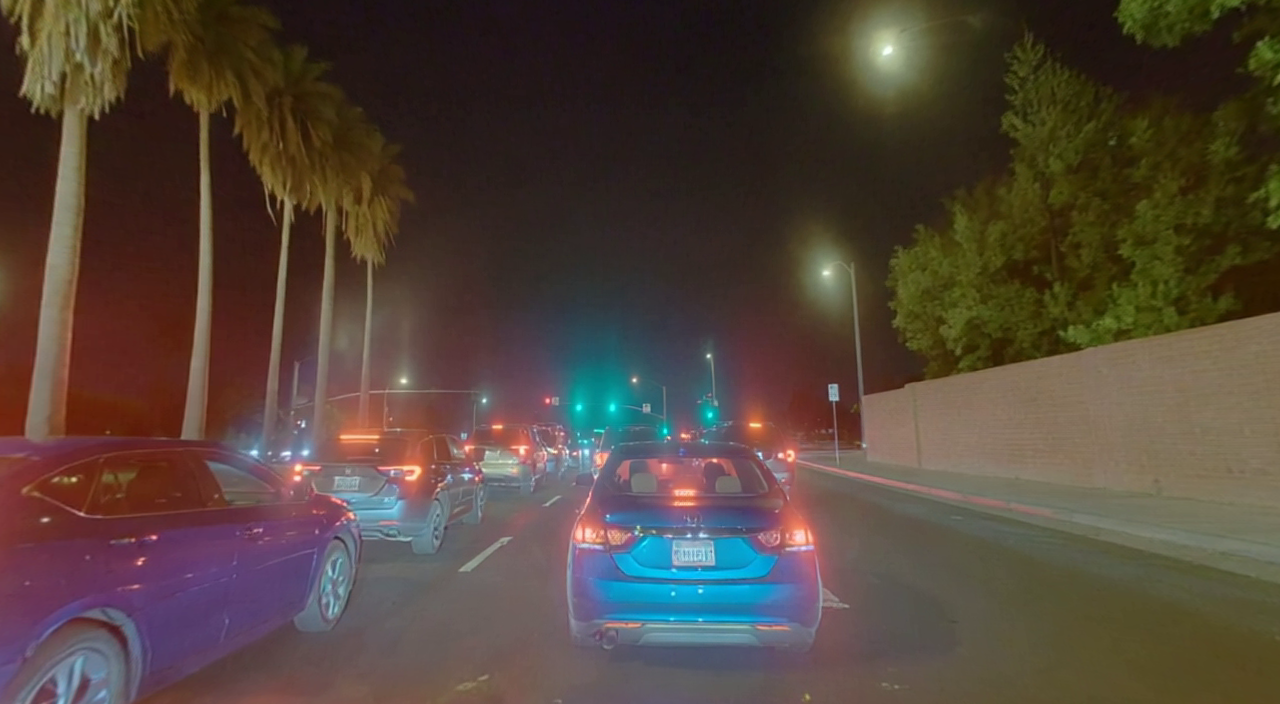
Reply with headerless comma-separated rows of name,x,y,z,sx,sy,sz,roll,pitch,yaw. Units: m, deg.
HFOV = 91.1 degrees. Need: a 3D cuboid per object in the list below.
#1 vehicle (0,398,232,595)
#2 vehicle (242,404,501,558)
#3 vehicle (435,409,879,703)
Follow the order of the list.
vehicle,-6.670,1.406,6.409,1.963,1.721,4.662,0,-8,-2
vehicle,-3.527,1.777,9.295,2.055,1.746,4.136,0,-8,-1
vehicle,0.039,1.337,5.215,2.128,1.473,4.272,0,-8,-1
